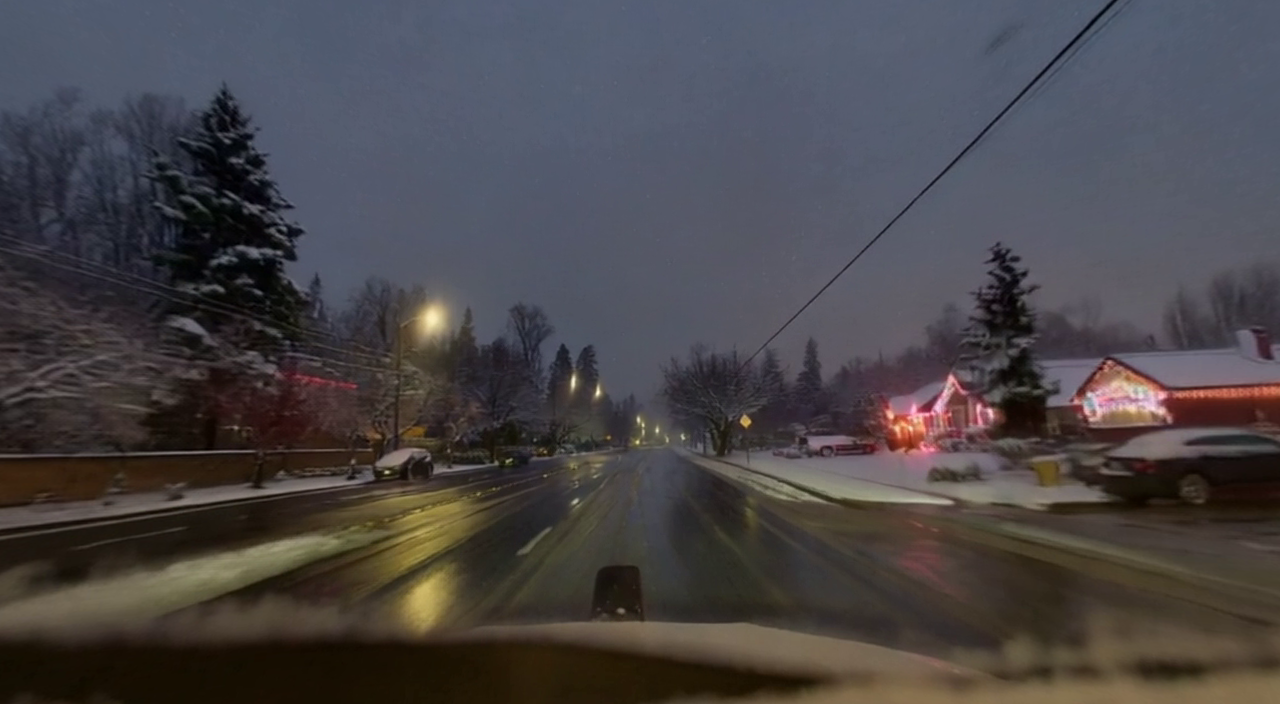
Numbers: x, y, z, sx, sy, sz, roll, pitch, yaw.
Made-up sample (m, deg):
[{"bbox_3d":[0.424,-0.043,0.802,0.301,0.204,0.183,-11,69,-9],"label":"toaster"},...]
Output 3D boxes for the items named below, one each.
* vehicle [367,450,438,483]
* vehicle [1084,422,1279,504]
[{"bbox_3d":[-12.540,6.013,33.590,1.859,1.496,4.390,-4,-9,3],"label":"vehicle"},{"bbox_3d":[11.513,2.098,12.125,4.455,1.442,1.837,-1,-8,4],"label":"vehicle"}]
